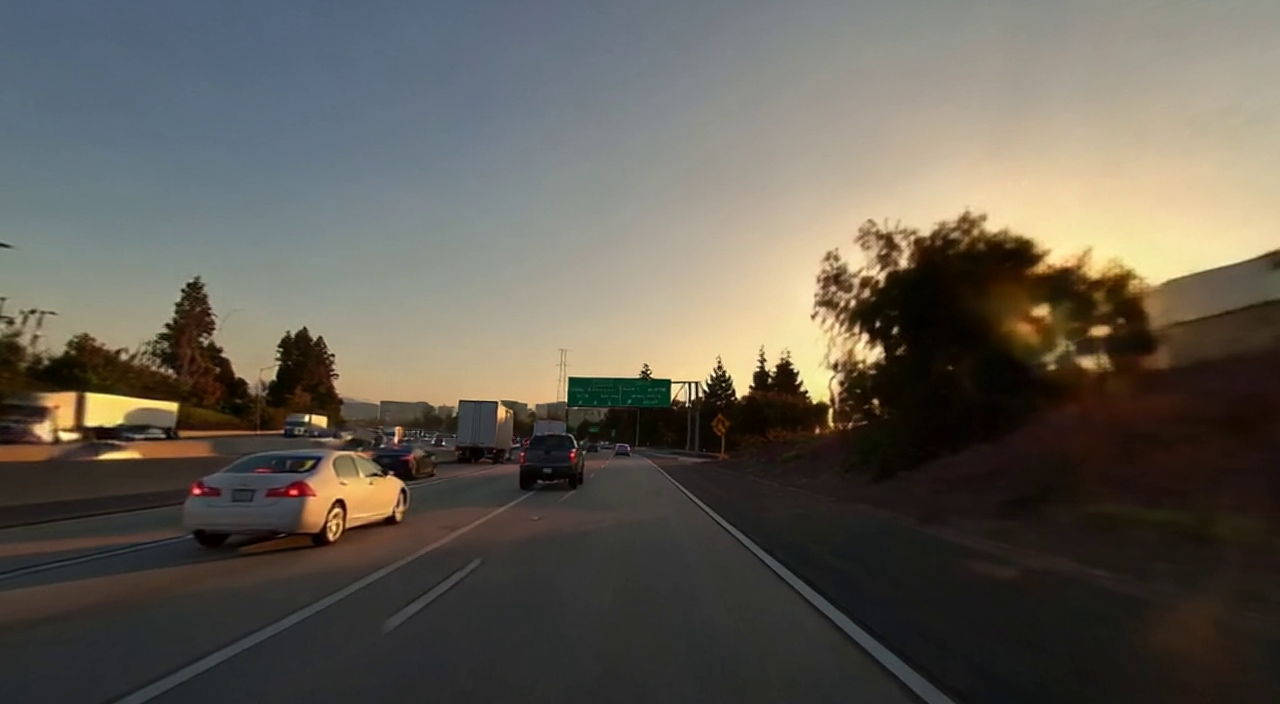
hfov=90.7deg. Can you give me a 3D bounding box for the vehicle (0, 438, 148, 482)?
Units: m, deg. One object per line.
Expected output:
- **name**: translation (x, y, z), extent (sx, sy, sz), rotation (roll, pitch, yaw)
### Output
- **vehicle**: translation (-21.624, 4.092, 24.277), extent (1.968, 1.477, 4.594), rotation (0, -8, -3)

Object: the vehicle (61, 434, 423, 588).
- **vehicle**: translation (-4.598, 1.859, 8.404), extent (1.932, 1.445, 4.625), rotation (0, -8, -2)

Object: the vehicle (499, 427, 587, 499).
- **vehicle**: translation (-2.659, 3.193, 18.642), extent (2.093, 1.785, 5.303), rotation (0, -8, -4)
